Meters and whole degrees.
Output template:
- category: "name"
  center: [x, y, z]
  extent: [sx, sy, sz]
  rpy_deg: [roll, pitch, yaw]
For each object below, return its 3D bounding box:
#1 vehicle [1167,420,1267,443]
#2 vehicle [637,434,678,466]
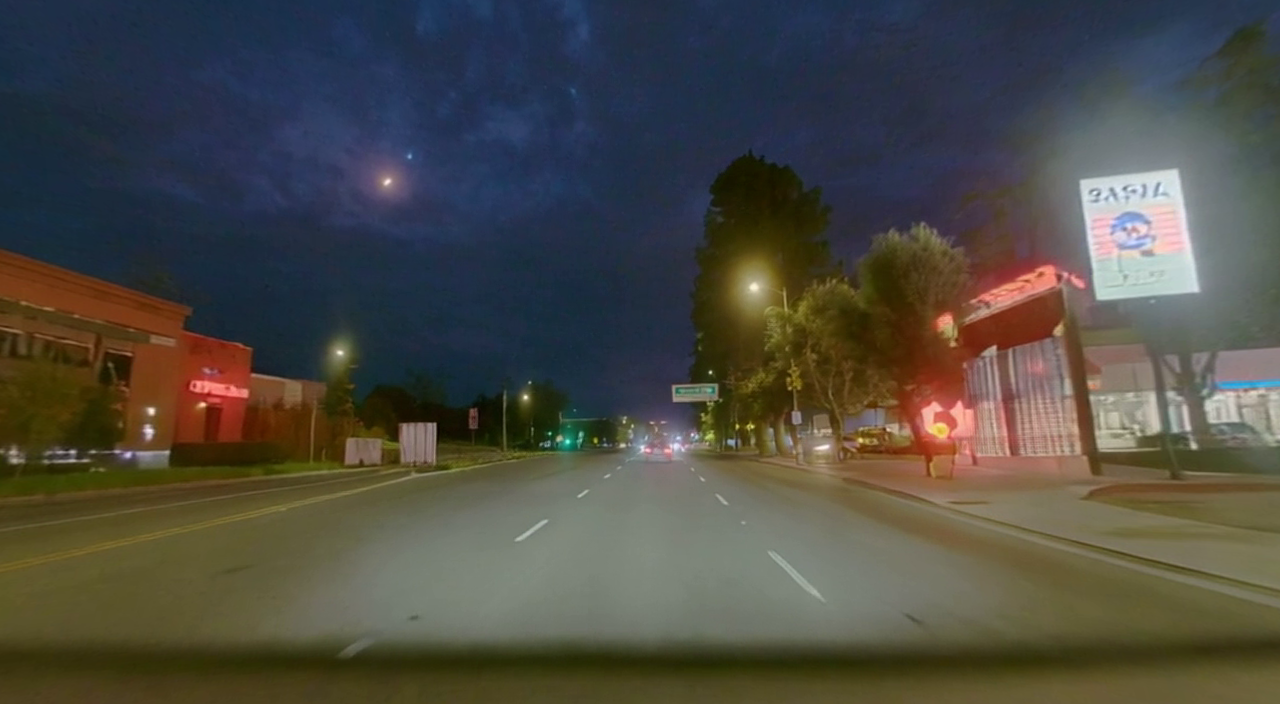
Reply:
- category: "vehicle"
  center: [37.869, 5.255, 41.395]
  extent: [4.637, 1.477, 1.823]
  rpy_deg: [0, -8, 3]
- category: "vehicle"
  center: [1.073, 5.675, 36.700]
  extent: [2.235, 1.719, 4.292]
  rpy_deg: [0, -8, 3]
